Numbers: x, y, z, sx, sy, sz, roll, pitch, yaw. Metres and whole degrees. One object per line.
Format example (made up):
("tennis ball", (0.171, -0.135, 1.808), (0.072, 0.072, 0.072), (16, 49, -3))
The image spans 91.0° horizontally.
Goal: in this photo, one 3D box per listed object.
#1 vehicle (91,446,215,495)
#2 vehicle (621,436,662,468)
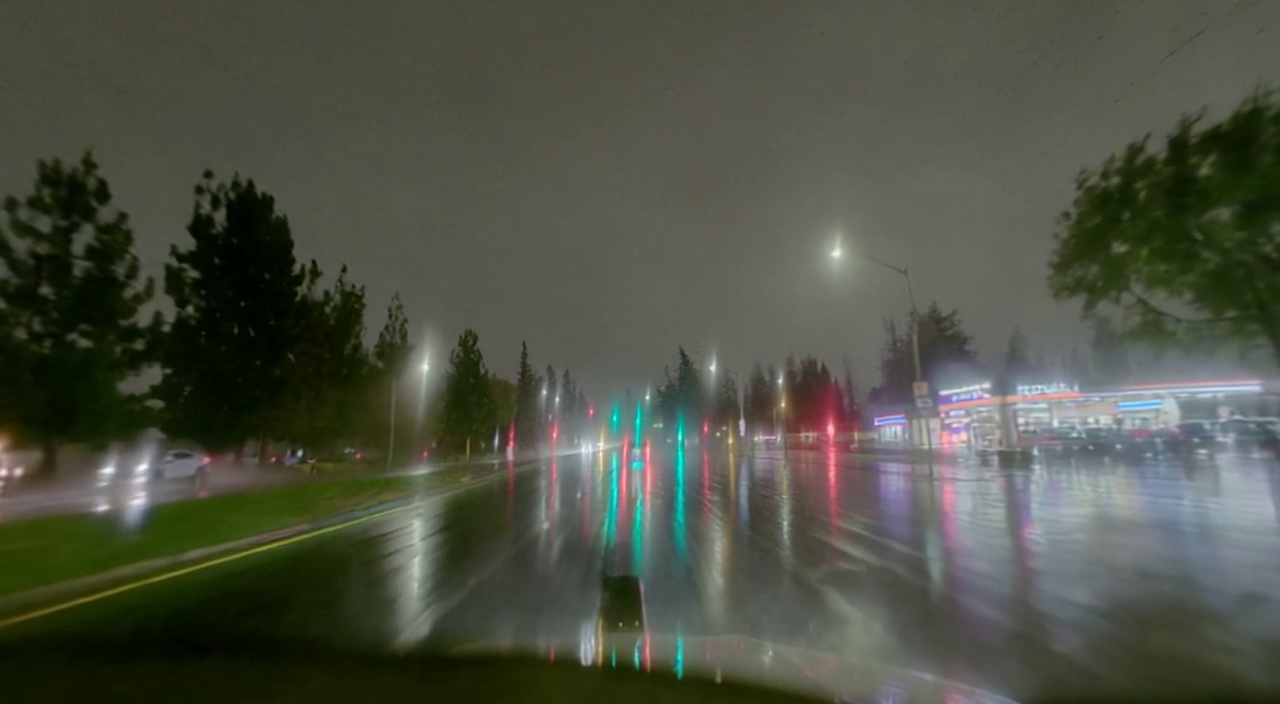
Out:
("vehicle", (-19.152, 4.639, 25.059), (1.909, 1.720, 4.390), (1, -8, -9))
("vehicle", (0.053, 5.825, 36.754), (2.213, 1.715, 4.242), (0, -8, -1))
